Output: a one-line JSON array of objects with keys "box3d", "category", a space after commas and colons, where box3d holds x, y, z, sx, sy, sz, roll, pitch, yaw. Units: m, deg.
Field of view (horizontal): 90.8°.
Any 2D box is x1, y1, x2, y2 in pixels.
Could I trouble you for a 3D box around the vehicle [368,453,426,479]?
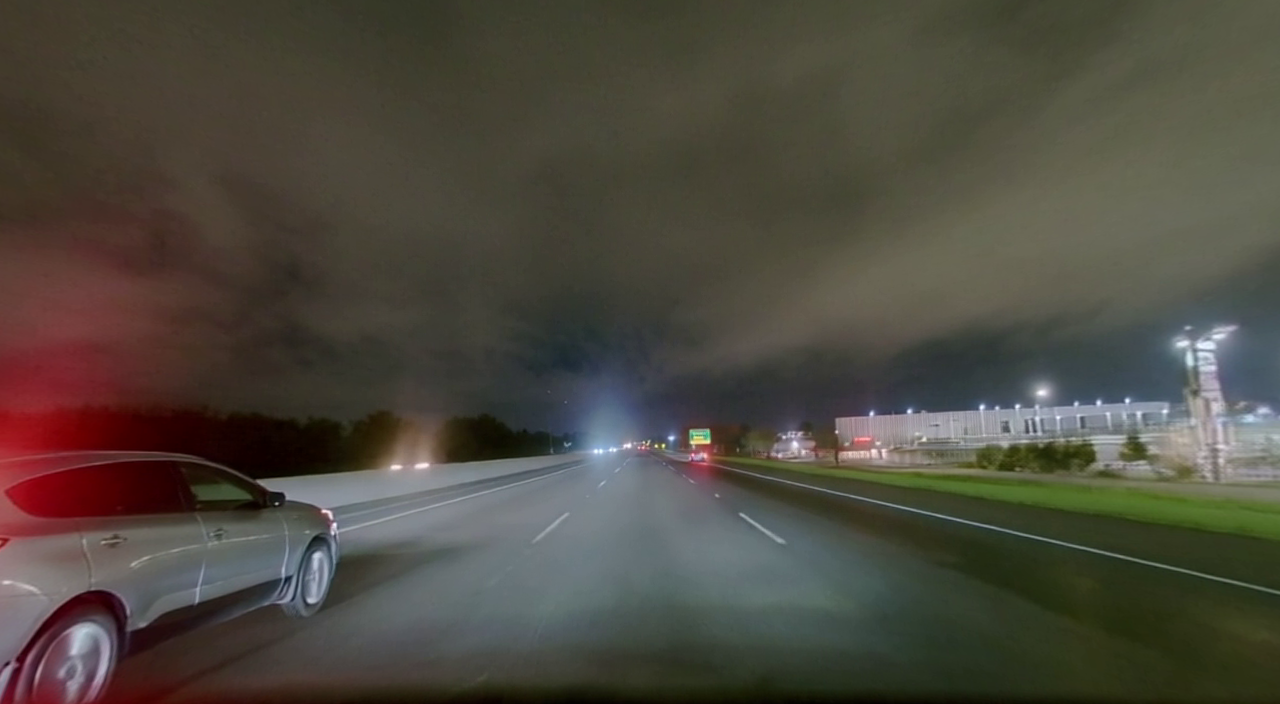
[{"box3d": [-14.983, 7.025, 39.216, 1.905, 1.458, 4.181, 0, -9, 0], "category": "vehicle"}]
